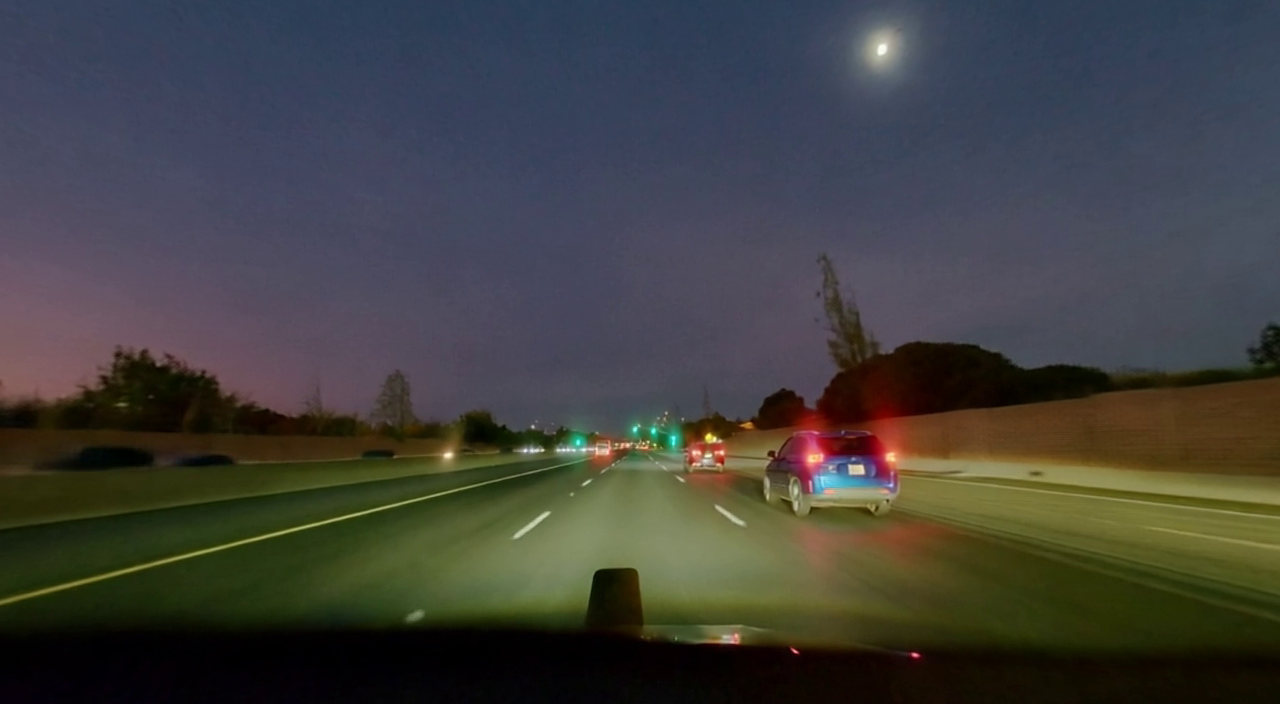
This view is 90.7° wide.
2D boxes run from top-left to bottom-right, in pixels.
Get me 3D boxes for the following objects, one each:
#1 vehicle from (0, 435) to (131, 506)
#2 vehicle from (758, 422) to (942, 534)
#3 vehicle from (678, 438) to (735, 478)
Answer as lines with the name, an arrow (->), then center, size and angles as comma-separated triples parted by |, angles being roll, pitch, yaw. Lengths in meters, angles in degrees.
vehicle -> -15.828, 2.896, 15.696 | 2.018, 1.635, 5.236 | 0, -8, 0
vehicle -> 3.616, 2.242, 11.828 | 1.910, 1.696, 4.187 | 0, -8, -1
vehicle -> 2.961, 4.868, 29.227 | 2.045, 1.688, 4.313 | 0, -8, -2
